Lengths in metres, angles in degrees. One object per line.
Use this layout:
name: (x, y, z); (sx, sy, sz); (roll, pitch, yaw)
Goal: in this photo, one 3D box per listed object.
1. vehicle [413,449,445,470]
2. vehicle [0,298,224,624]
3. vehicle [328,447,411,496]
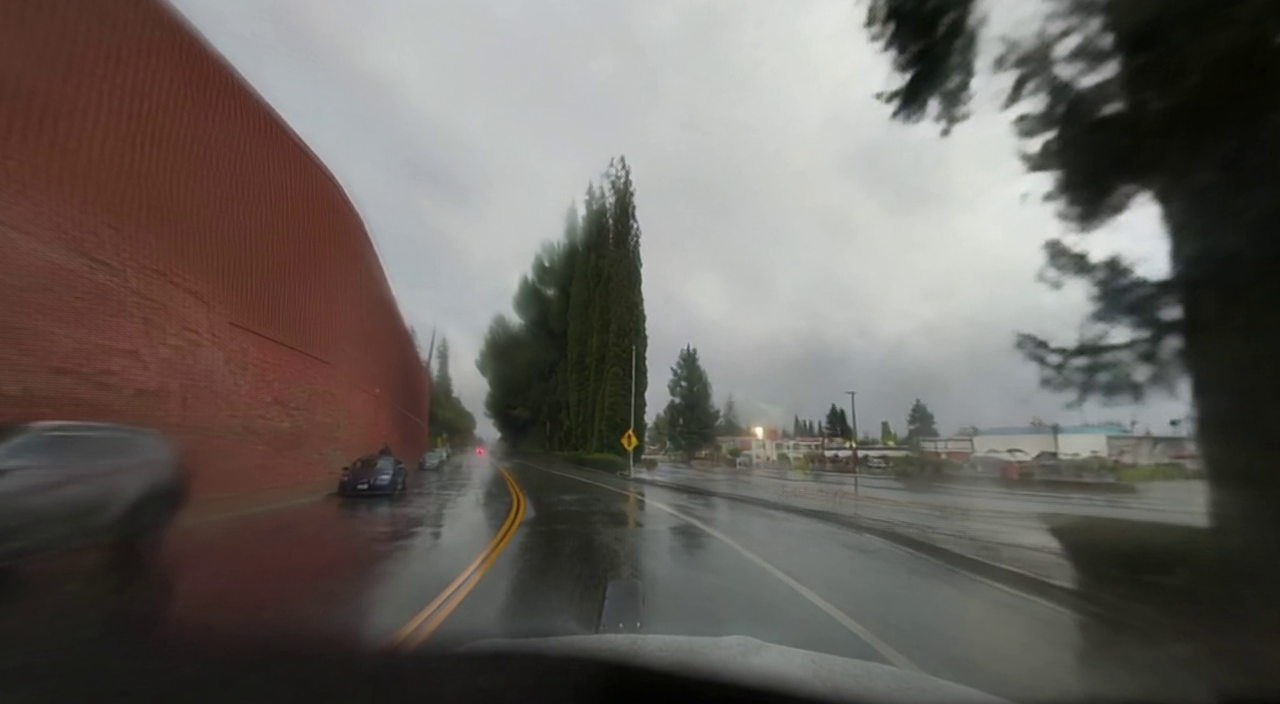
vehicle: (-16.207, 8.262, 48.720); (1.899, 1.485, 4.593); (4, -9, -14)
vehicle: (-6.587, 1.057, 6.003); (2.376, 2.668, 4.883); (-2, -8, -7)
vehicle: (-9.362, 4.133, 22.231); (1.877, 1.507, 4.363); (3, -9, -13)
